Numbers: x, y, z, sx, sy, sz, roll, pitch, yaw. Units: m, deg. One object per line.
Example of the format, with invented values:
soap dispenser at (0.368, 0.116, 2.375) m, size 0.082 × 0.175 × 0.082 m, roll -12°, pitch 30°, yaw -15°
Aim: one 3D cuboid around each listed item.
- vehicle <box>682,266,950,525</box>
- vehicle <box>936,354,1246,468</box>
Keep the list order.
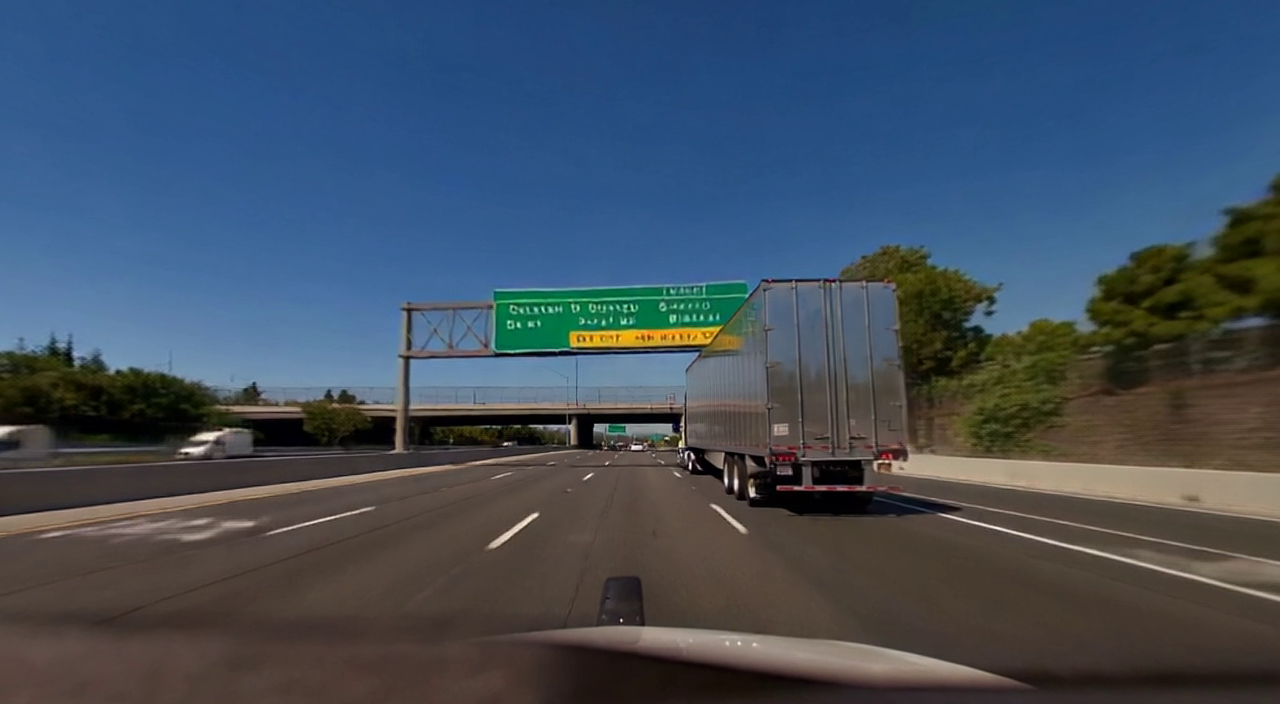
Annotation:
vehicle at (3.307, 1.870, 18.243) m, size 2.743 × 4.160 × 16.408 m, roll 0°, pitch -9°, yaw -1°
vehicle at (21.384, 3.523, 32.354) m, size 4.916 × 4.592 × 13.750 m, roll 1°, pitch -10°, yaw -4°
